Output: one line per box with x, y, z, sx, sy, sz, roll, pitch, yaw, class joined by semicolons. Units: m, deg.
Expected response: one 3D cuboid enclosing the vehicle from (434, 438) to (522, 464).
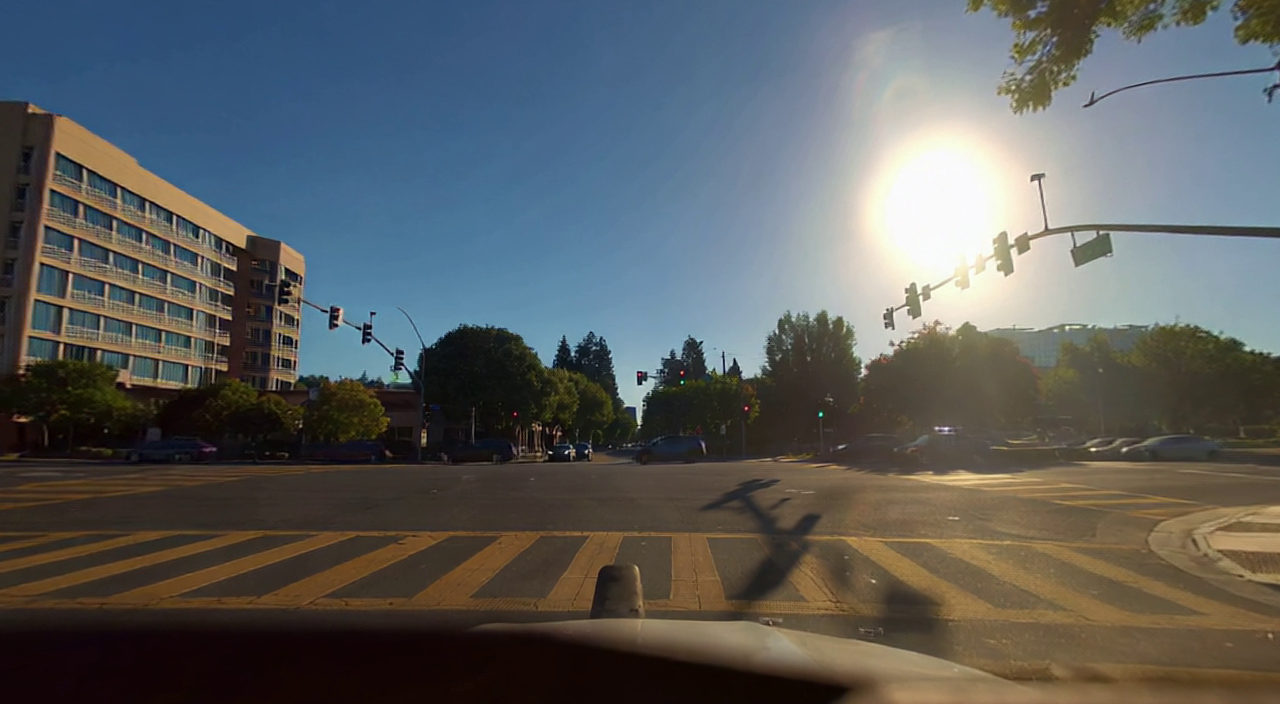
-9.366;5.731;36.710;4.631;1.435;1.715;0;-9;0;vehicle

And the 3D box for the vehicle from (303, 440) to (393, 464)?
-18.557;6.364;40.270;4.759;1.445;1.865;0;-9;0;vehicle

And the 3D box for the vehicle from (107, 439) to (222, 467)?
-25.259;5.392;33.681;4.629;1.423;1.833;-1;-9;1;vehicle

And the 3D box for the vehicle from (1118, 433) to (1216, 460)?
33.683;6.045;40.462;4.488;1.667;1.869;0;-9;0;vehicle

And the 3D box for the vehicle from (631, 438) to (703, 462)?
1.689;6.250;40.283;4.443;1.472;1.794;0;-9;1;vehicle

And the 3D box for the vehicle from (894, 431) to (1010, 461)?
19.585;5.930;39.883;6.133;1.833;2.155;0;-9;0;vehicle

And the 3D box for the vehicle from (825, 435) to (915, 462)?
13.324;5.593;36.735;4.519;1.476;1.767;0;-9;0;vehicle

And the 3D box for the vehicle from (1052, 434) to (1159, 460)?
27.121;5.559;36.893;4.724;1.452;1.870;0;-9;0;vehicle
